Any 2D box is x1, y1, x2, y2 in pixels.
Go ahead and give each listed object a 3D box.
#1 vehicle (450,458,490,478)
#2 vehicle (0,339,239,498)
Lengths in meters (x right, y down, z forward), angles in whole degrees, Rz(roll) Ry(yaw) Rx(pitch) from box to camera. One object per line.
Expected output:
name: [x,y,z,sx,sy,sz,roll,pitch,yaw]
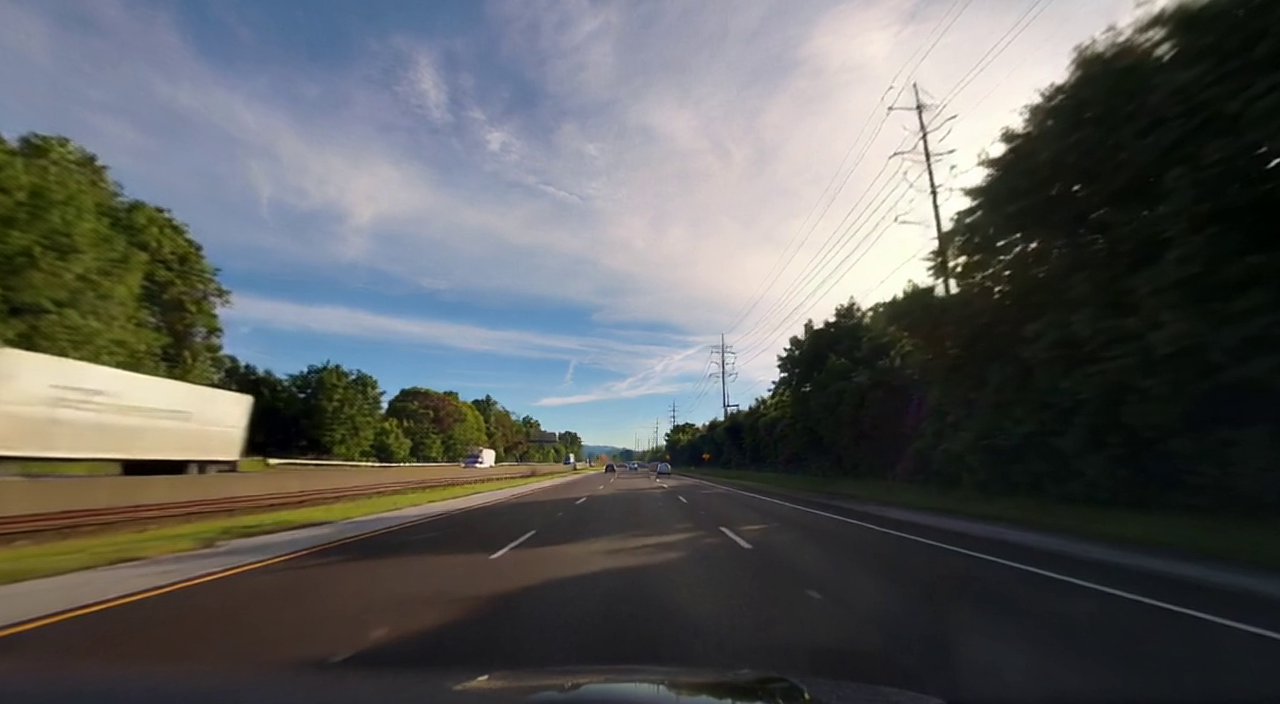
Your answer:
vehicle: [-13.254,9.080,49.439,1.888,1.464,4.492,1,-10,0]
vehicle: [-17.802,2.289,19.330,2.867,4.000,12.416,1,-10,-1]
